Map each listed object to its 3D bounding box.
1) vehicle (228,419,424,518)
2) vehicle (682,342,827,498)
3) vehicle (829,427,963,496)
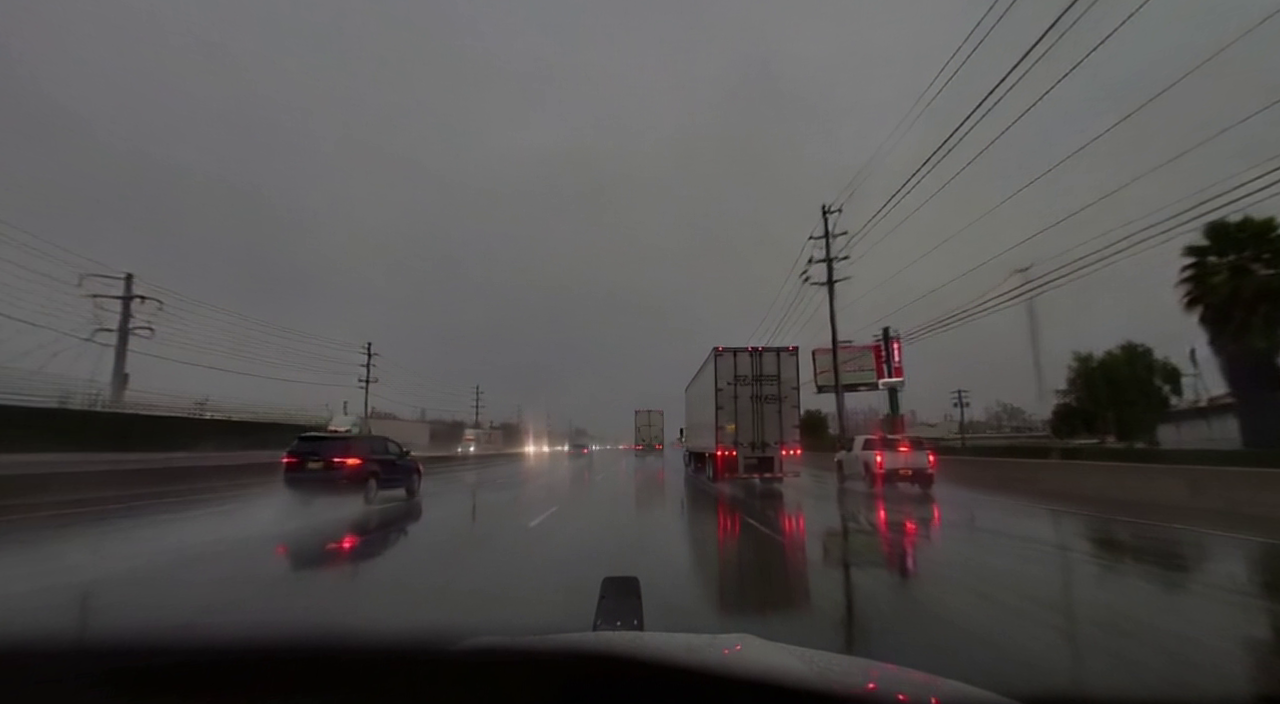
[{"bbox_3d":[-6.773,2.577,14.410,2.004,1.846,4.739,0,-9,0],"label":"vehicle"},{"bbox_3d":[3.591,3.048,25.241,2.892,4.152,16.575,0,-9,1],"label":"vehicle"},{"bbox_3d":[7.630,3.308,19.472,2.115,1.844,4.522,0,-9,-1],"label":"vehicle"}]
